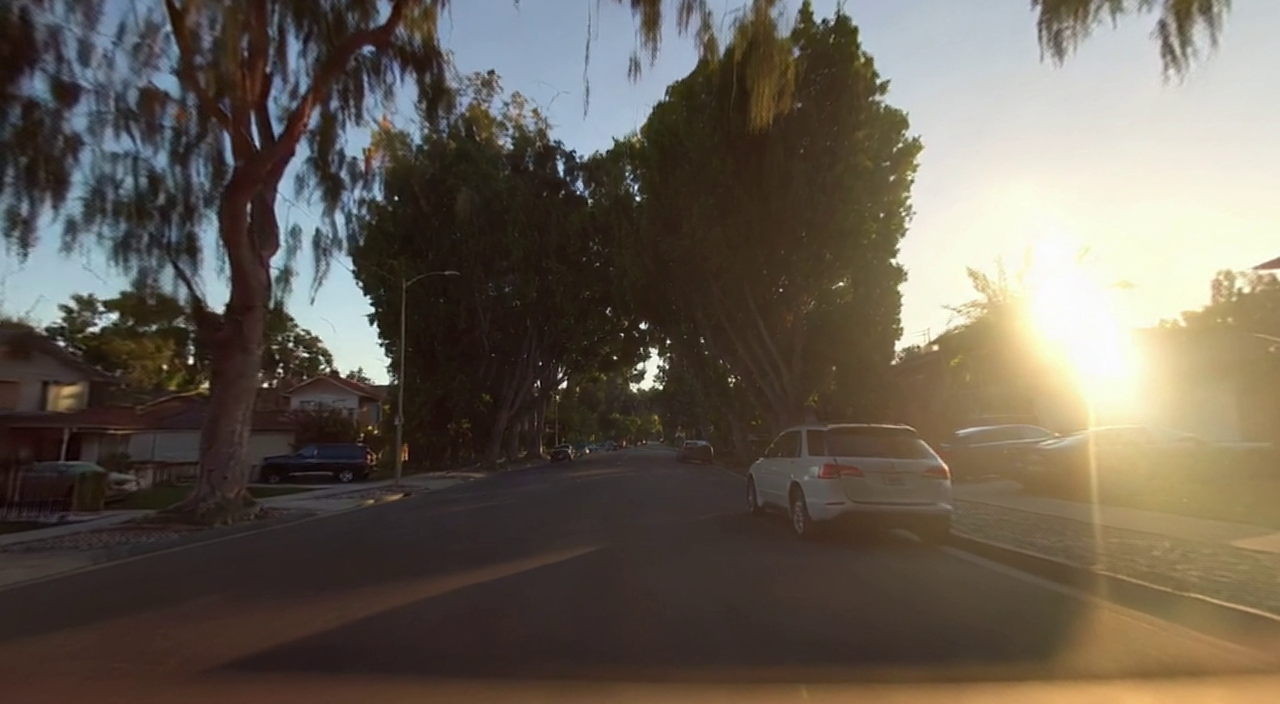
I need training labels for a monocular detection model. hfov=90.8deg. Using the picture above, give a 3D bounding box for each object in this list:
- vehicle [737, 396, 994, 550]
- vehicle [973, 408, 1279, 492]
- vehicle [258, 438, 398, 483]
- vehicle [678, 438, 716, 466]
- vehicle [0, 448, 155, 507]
[{"bbox_3d":[3.177,1.844,10.379,2.241,1.875,5.059,0,-8,-1],"label":"vehicle"},{"bbox_3d":[10.454,2.185,13.926,5.041,1.486,1.969,-5,-9,13],"label":"vehicle"},{"bbox_3d":[-13.228,4.608,27.012,4.928,1.797,1.981,0,-8,2],"label":"vehicle"},{"bbox_3d":[3.336,5.970,37.795,2.016,1.567,4.228,0,-8,1],"label":"vehicle"},{"bbox_3d":[-16.238,3.417,17.480,4.276,1.463,1.832,-1,-8,7],"label":"vehicle"}]
